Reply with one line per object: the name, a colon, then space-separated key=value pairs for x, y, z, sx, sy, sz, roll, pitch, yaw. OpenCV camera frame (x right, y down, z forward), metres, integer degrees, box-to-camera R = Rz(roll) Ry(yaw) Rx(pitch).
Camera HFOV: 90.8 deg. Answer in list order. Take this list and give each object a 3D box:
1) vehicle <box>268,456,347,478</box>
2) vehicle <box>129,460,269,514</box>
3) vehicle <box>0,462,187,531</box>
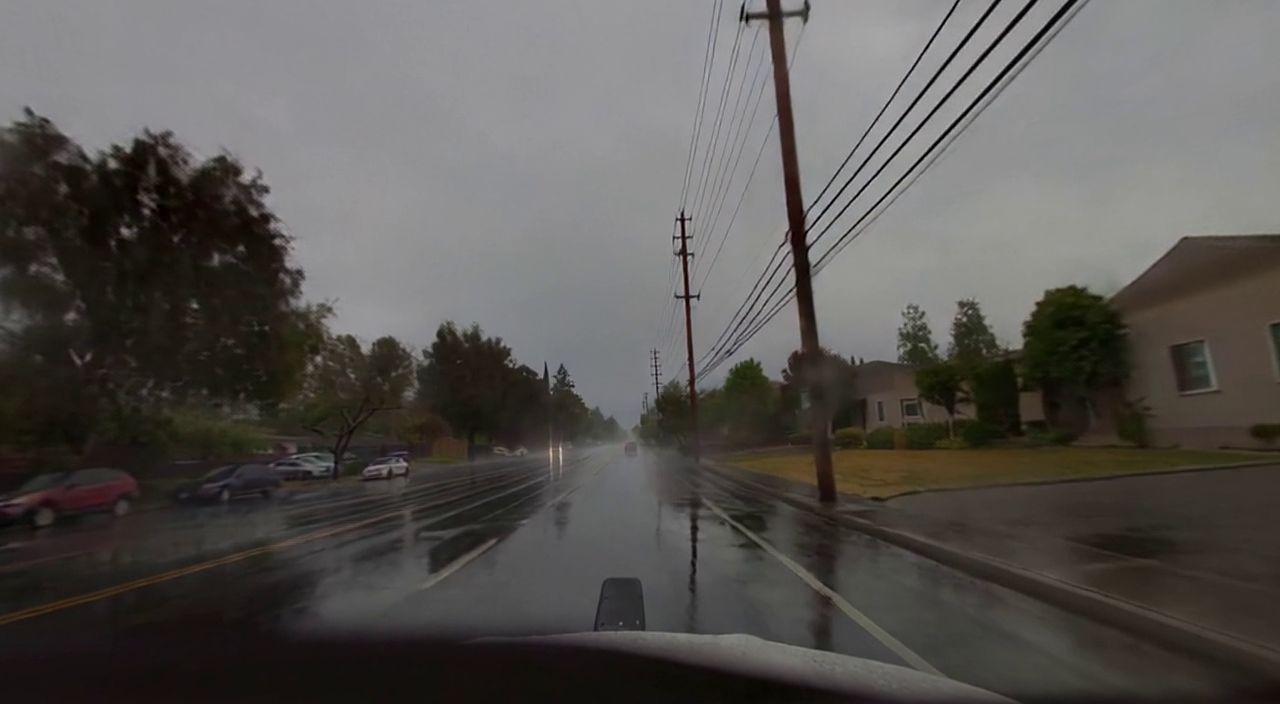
vehicle: x=-22.651 y=7.824 z=43.152 sx=4.243 sy=1.455 sz=2.005 roll=0 pitch=-9 yaw=1
vehicle: x=-16.007 y=4.852 z=23.225 sx=2.018 sy=1.449 sz=4.384 roll=-7 pitch=-9 yaw=0
vehicle: x=-15.863 y=4.131 z=18.439 sx=2.031 sy=1.482 sz=4.476 roll=-6 pitch=-9 yaw=0
